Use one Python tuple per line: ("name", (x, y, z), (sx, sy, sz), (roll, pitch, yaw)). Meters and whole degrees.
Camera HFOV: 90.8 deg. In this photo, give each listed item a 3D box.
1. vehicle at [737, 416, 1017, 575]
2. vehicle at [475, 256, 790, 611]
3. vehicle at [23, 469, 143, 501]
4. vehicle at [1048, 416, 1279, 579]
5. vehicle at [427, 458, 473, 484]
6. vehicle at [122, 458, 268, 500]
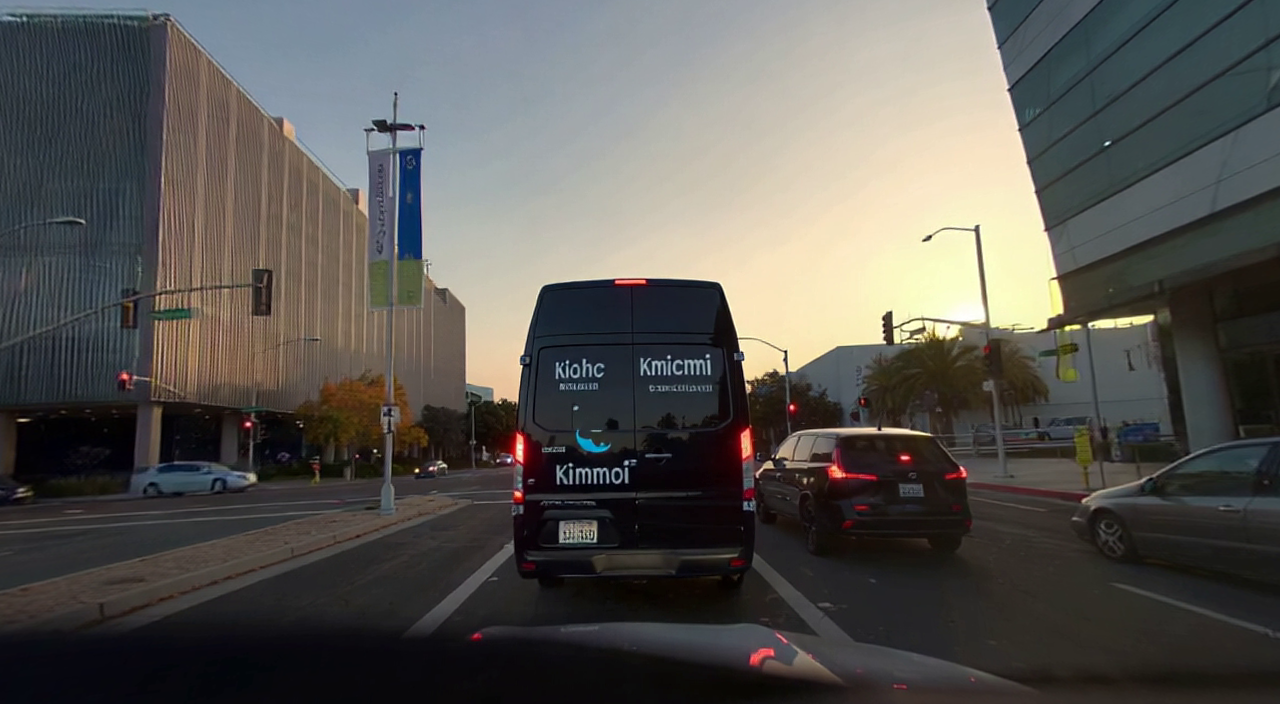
("vehicle", (2.877, 1.863, 9.047), (2.183, 1.676, 4.506), (0, -8, -1))
("vehicle", (-0.022, 1.183, 9.097), (2.613, 3.035, 7.342), (0, -8, 1))
("vehicle", (-31.104, 7.434, 35.402), (4.806, 1.652, 1.869), (0, -8, -2))
("vehicle", (7.520, 1.570, 6.999), (1.963, 1.669, 4.678), (3, -9, -20))
("vehicle", (-14.535, 9.130, 48.646), (1.997, 1.806, 4.630), (0, -8, 1))
("vehicle", (-18.890, 5.379, 26.974), (4.659, 1.615, 1.944), (0, -8, -3))
